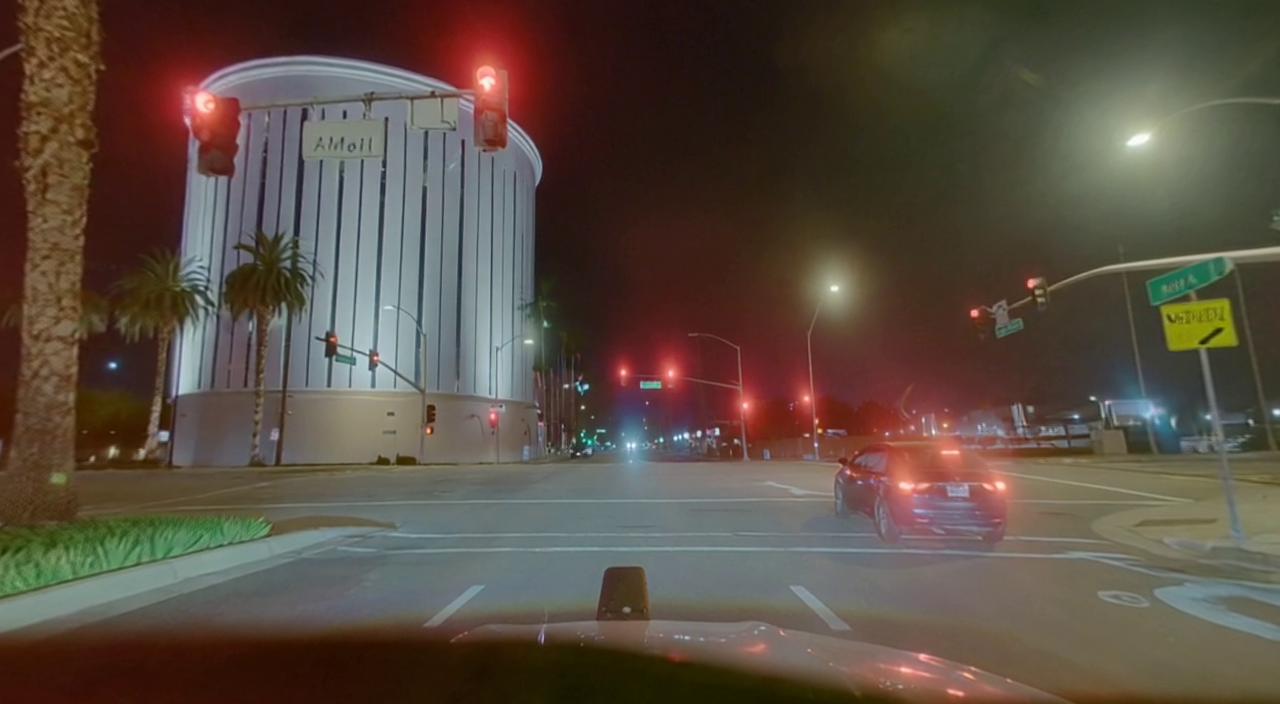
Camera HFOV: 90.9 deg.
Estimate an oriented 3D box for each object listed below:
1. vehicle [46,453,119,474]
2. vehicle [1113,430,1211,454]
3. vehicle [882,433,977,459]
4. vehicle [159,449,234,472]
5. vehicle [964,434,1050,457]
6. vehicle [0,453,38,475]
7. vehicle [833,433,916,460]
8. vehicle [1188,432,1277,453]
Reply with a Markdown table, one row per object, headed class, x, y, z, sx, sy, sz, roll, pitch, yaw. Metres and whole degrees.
| class | x | y | z | sx | sy | sz | roll | pitch | yaw |
| --- | --- | --- | --- | --- | --- | --- | --- | --- | --- |
| vehicle | -41.565 | 8.293 | 47.054 | 3.698 | 1.467 | 1.779 | 0 | -8 | 1 |
| vehicle | 33.328 | 5.748 | 40.344 | 4.567 | 1.458 | 1.791 | 0 | -8 | 2 |
| vehicle | 17.070 | 5.578 | 37.290 | 4.684 | 1.461 | 1.777 | 0 | -8 | -1 |
| vehicle | -33.013 | 8.089 | 47.007 | 4.136 | 1.661 | 1.857 | 0 | -8 | 1 |
| vehicle | 23.689 | 6.040 | 40.768 | 4.423 | 1.465 | 1.798 | 0 | -8 | 1 |
| vehicle | -47.871 | 8.395 | 47.191 | 3.786 | 1.555 | 1.702 | 0 | -8 | 2 |
| vehicle | 15.189 | 6.153 | 41.017 | 4.648 | 1.665 | 1.910 | 0 | -8 | -1 |
| vehicle | 42.279 | 6.483 | 45.040 | 4.437 | 1.469 | 1.811 | 0 | -8 | 0 |
